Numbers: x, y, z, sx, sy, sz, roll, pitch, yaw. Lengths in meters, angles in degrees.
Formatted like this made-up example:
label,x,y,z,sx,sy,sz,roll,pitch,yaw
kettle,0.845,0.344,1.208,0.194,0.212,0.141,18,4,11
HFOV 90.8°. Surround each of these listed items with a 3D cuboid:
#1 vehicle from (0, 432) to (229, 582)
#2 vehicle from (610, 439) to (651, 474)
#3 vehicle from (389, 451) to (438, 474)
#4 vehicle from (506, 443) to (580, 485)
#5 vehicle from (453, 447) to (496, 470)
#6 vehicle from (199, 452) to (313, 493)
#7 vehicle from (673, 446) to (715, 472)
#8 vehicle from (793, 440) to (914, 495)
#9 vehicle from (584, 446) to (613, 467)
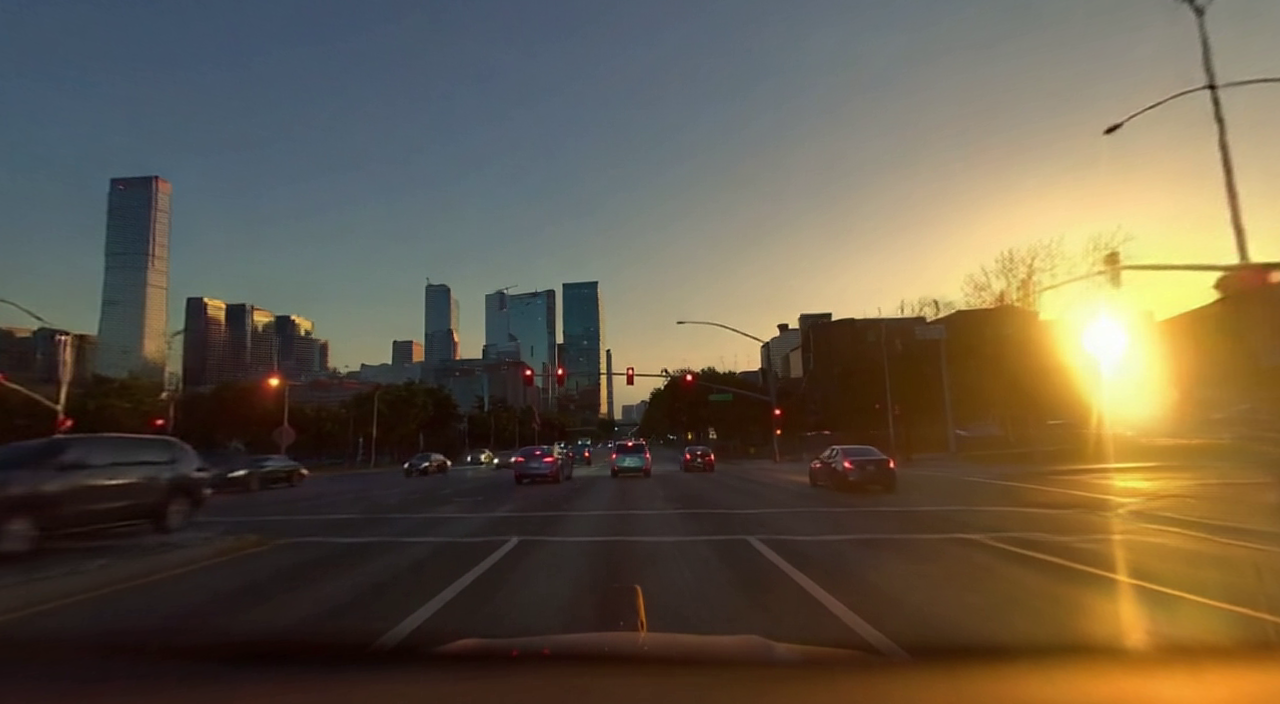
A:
label,x,y,z,sx,sy,sz,roll,pitch,yaw
vehicle,-7.409,1.714,7.450,2.013,1.488,4.596,0,-8,0
vehicle,-0.439,5.473,33.270,2.008,1.716,4.125,0,-8,0
vehicle,-15.783,7.703,44.250,1.893,1.429,4.188,0,-8,0
vehicle,-3.753,4.414,25.275,2.163,1.474,4.413,0,-8,1
vehicle,-12.205,7.870,46.831,1.975,1.450,4.561,-4,-8,-1
vehicle,-15.874,4.969,26.472,1.924,1.486,4.511,0,-8,0
vehicle,3.148,6.283,37.506,2.014,1.430,4.103,1,-8,-2
vehicle,6.327,3.463,19.403,2.028,1.451,4.625,0,-8,-1
vehicle,-3.173,8.054,48.966,2.002,1.502,4.057,0,-8,-1
